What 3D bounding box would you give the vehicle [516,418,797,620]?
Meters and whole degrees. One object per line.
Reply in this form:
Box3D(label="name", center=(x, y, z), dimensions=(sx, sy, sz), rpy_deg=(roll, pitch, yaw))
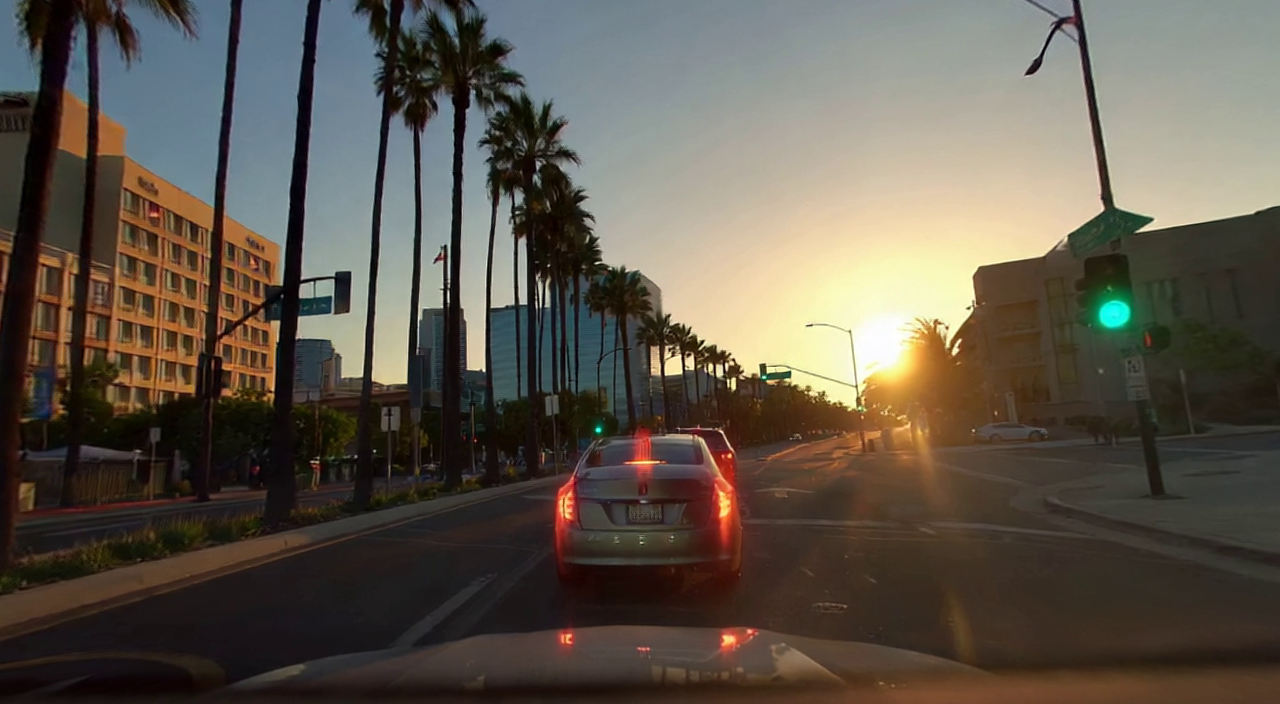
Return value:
Box3D(label="vehicle", center=(0.148, 1.555, 6.825), dimensions=(2.096, 1.492, 4.071), rpy_deg=(0, -9, 1))
